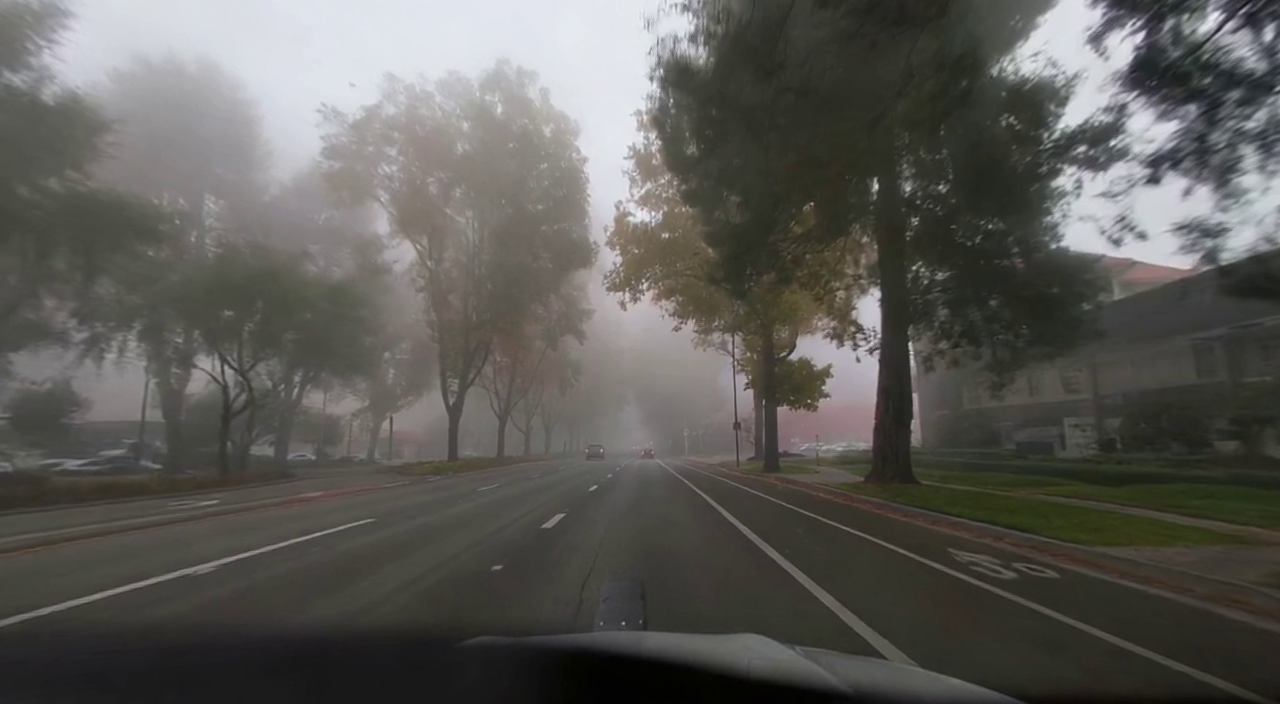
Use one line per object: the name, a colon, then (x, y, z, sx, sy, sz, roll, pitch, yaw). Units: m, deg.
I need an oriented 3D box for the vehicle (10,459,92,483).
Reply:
vehicle: (-41.970, 8.478, 45.065, 1.896, 1.537, 3.971, -1, -9, 3)

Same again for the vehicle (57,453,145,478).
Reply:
vehicle: (-39.122, 8.259, 45.945, 2.180, 1.655, 4.689, 0, -9, 1)
